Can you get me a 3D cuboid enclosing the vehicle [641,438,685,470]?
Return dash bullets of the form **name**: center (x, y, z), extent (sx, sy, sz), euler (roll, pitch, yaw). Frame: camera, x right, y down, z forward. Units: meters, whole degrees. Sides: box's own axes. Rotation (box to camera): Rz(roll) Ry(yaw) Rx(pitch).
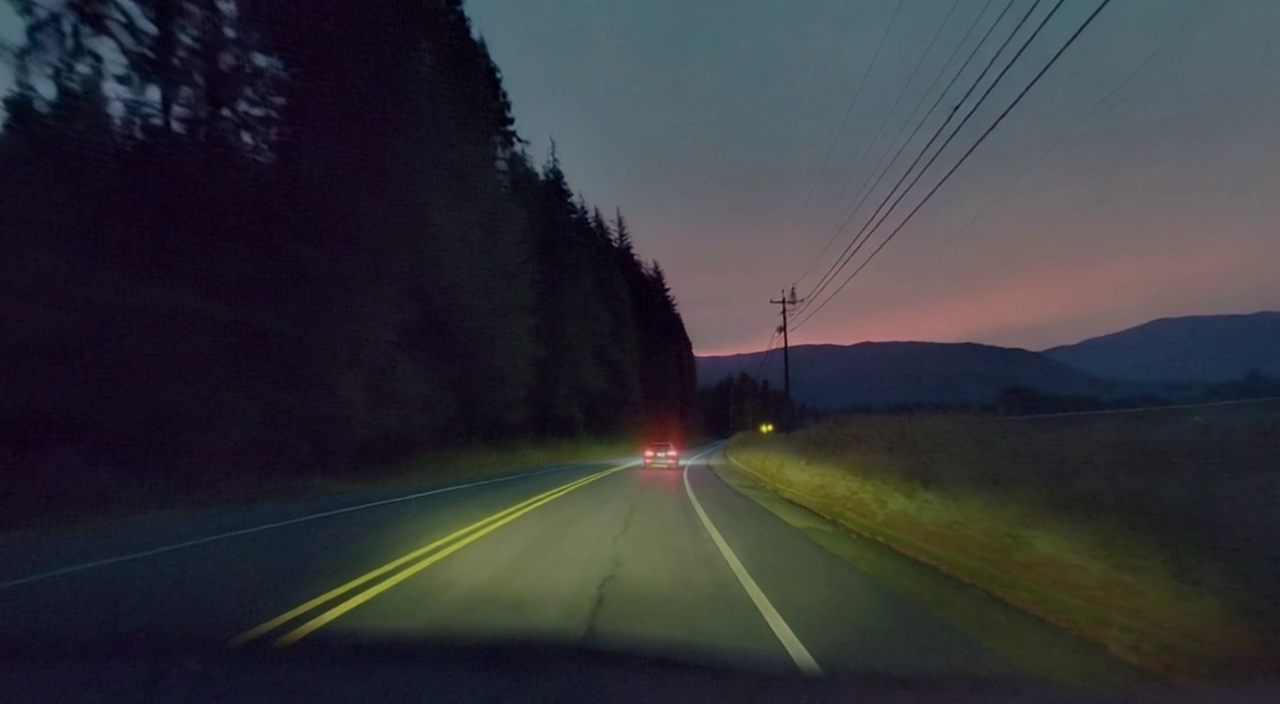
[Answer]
- **vehicle**: center (1.246, 5.173, 32.312), extent (2.059, 1.524, 3.963), euler (-1, -8, 5)
